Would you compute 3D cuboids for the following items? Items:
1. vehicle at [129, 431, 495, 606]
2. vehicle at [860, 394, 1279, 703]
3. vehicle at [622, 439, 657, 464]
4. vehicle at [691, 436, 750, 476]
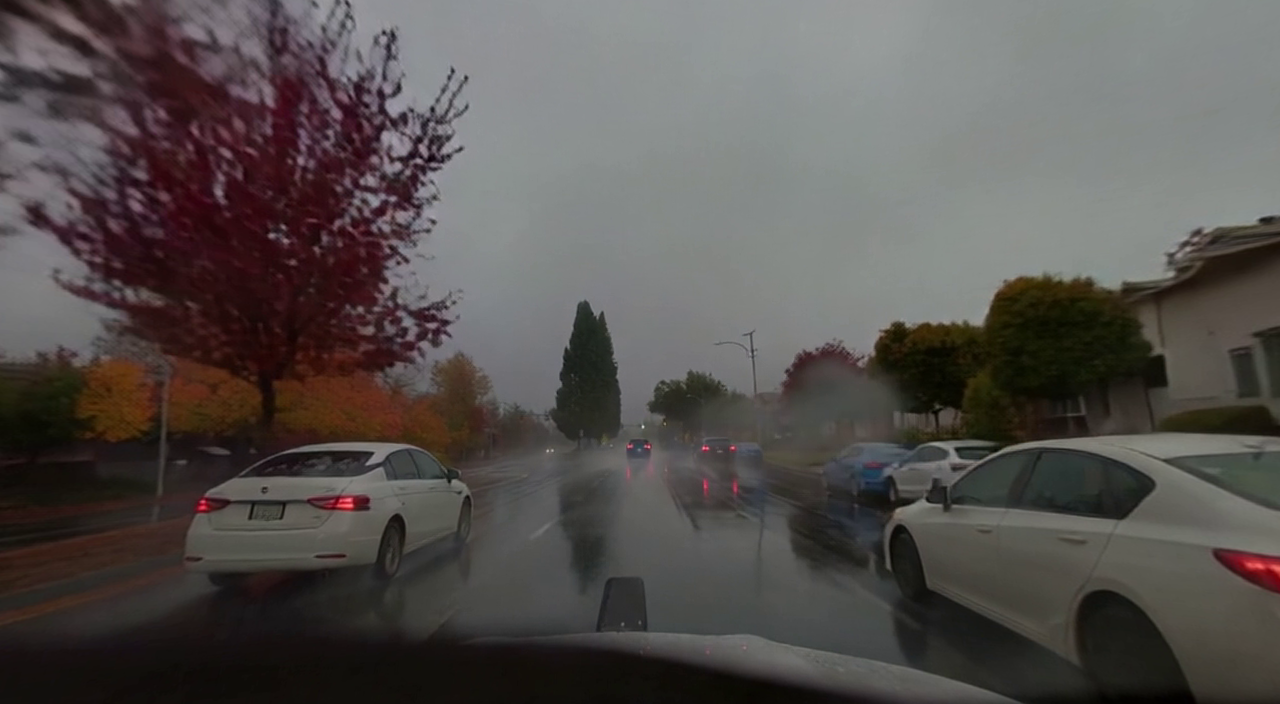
[{"bbox_3d":[-3.363,1.772,7.742,1.997,1.479,4.547,0,-8,1],"label":"vehicle"},{"bbox_3d":[3.275,1.173,4.102,2.060,1.474,4.475,0,-8,0],"label":"vehicle"},{"bbox_3d":[-0.006,6.893,43.537,2.293,1.662,4.262,0,-8,1],"label":"vehicle"},{"bbox_3d":[3.567,4.710,28.619,2.019,1.675,4.488,0,-8,-1],"label":"vehicle"}]
